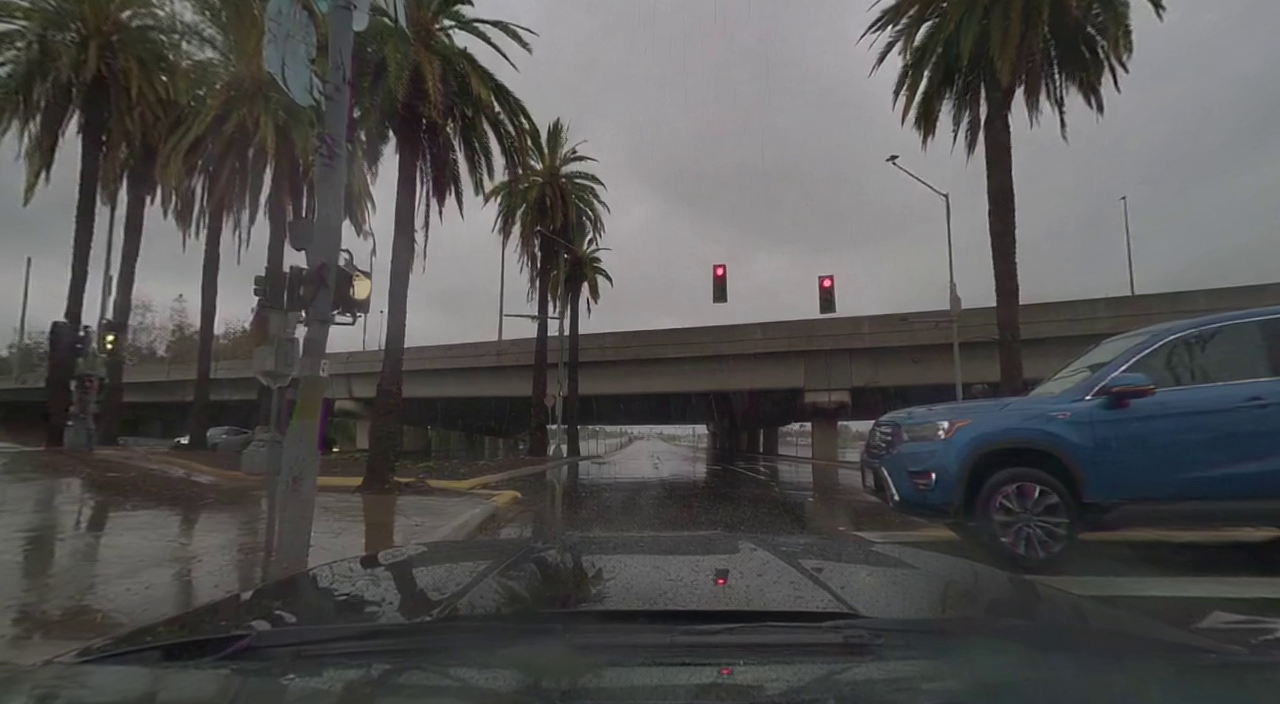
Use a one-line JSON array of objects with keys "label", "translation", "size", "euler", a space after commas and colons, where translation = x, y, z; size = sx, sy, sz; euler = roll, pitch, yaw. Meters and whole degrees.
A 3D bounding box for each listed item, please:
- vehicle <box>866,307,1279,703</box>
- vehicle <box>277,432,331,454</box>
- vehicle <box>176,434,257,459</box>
[{"label": "vehicle", "translation": [3.452, 1.014, 4.328], "size": [2.028, 1.770, 4.737], "euler": [0, -9, 0]}, {"label": "vehicle", "translation": [-26.193, 7.135, 49.199], "size": [1.941, 1.631, 4.017], "euler": [0, -9, 0]}, {"label": "vehicle", "translation": [-26.499, 5.925, 39.582], "size": [1.830, 1.443, 4.551], "euler": [0, -9, 2]}]
